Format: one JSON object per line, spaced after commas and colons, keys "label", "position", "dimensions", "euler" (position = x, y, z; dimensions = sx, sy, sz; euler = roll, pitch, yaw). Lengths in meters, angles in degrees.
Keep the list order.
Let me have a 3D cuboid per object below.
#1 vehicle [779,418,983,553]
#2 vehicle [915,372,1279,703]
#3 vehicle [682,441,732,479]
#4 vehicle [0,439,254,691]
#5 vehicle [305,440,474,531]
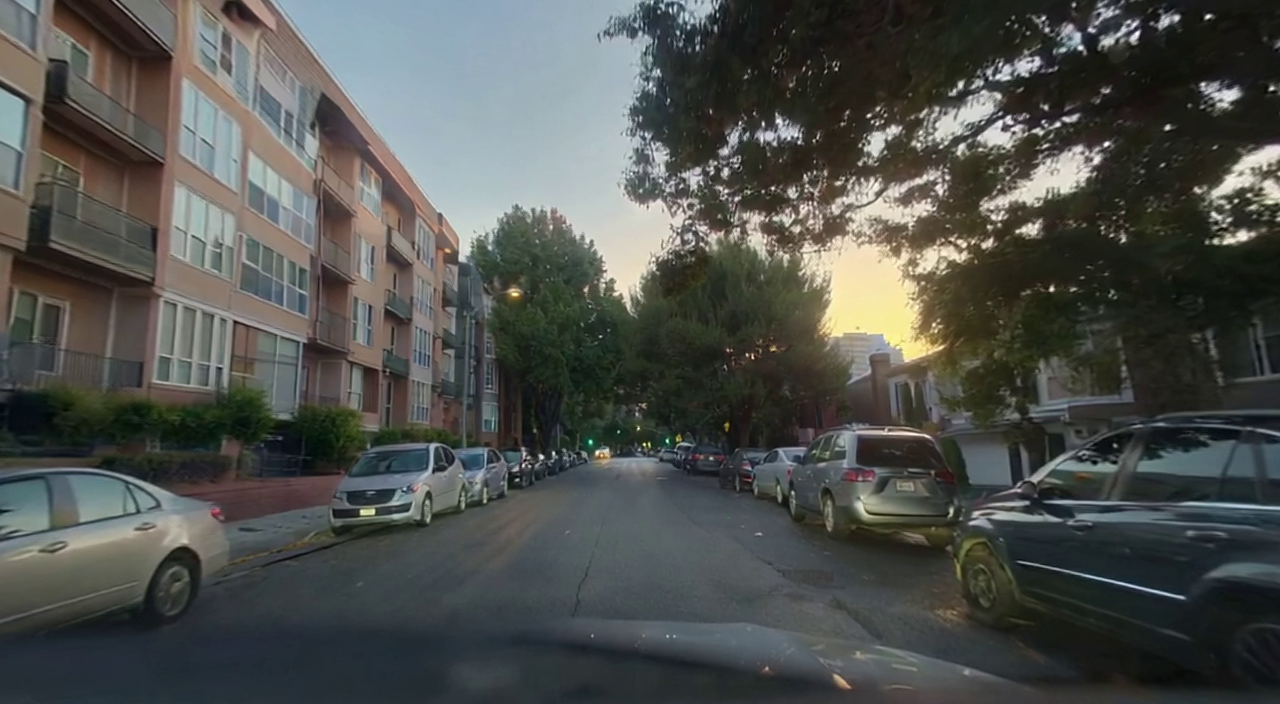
{"label": "vehicle", "position": [3.824, 2.174, 11.070], "dimensions": [1.911, 1.835, 4.599], "euler": [0, -8, 2]}
{"label": "vehicle", "position": [3.723, 1.117, 3.821], "dimensions": [1.886, 1.727, 4.678], "euler": [0, -8, -1]}
{"label": "vehicle", "position": [3.373, 5.518, 32.740], "dimensions": [1.912, 1.781, 5.159], "euler": [0, -8, -1]}
{"label": "vehicle", "position": [-4.762, 1.329, 4.151], "dimensions": [1.830, 1.493, 4.373], "euler": [0, -8, -2]}
{"label": "vehicle", "position": [-5.268, 2.801, 13.929], "dimensions": [2.274, 1.679, 3.639], "euler": [0, -7, -1]}
